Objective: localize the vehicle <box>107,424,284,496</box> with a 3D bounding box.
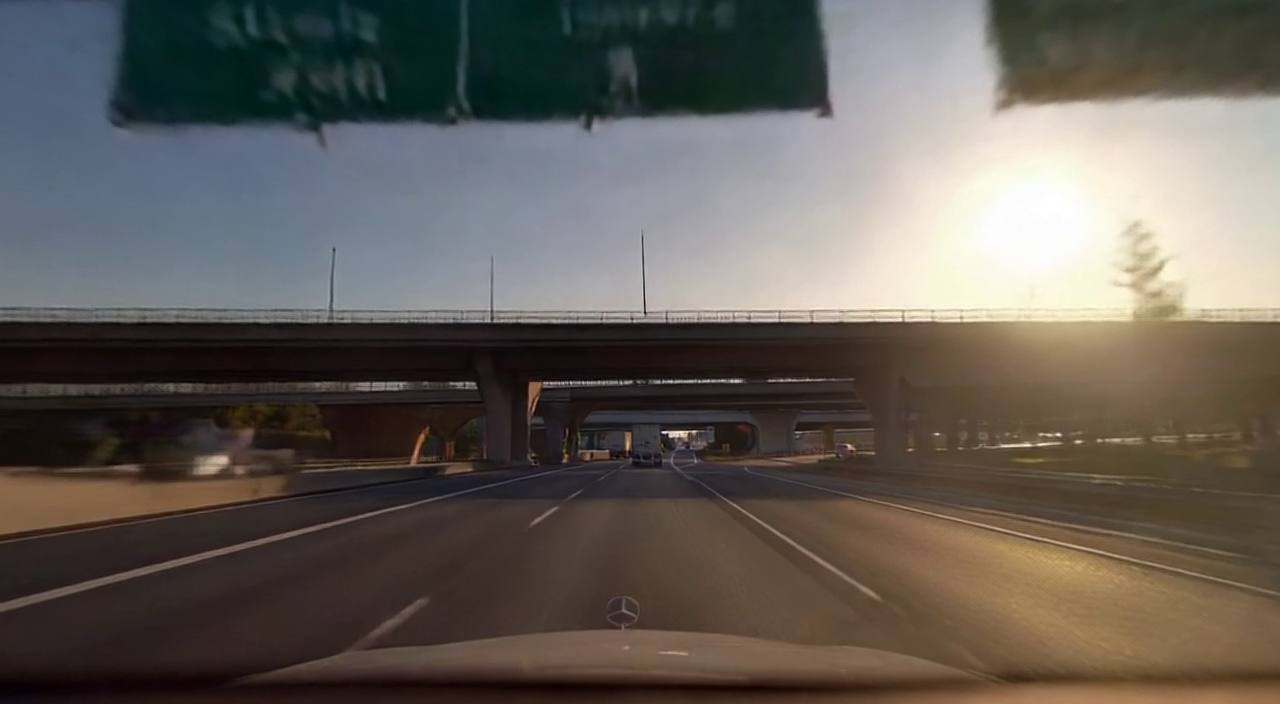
[{"bbox_3d":[-16.109,3.968,23.432,2.230,2.282,5.752,-1,-9,1],"label":"vehicle"}]
